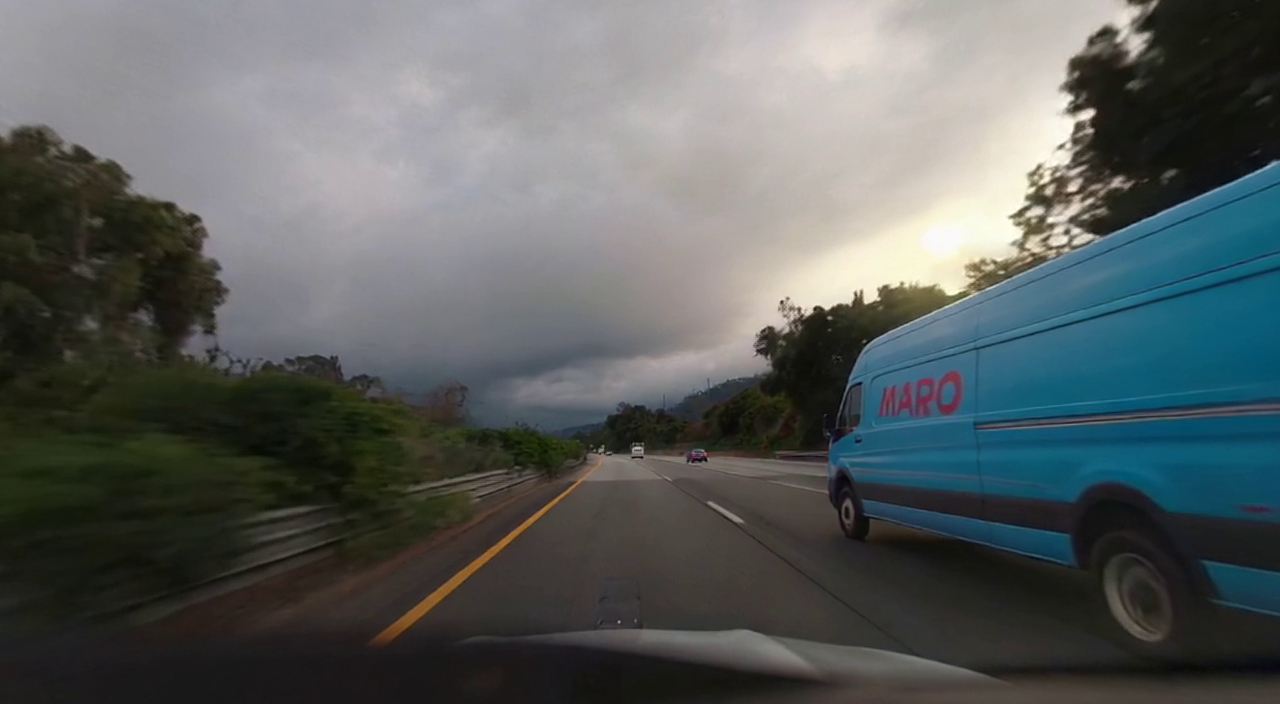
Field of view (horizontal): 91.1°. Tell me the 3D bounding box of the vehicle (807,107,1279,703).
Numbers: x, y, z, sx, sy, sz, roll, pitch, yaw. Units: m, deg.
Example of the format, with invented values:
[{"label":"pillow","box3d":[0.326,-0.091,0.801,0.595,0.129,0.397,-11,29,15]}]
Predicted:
[{"label":"vehicle","box3d":[3.625,0.782,5.059,2.355,2.664,7.367,0,-9,-1]}]
